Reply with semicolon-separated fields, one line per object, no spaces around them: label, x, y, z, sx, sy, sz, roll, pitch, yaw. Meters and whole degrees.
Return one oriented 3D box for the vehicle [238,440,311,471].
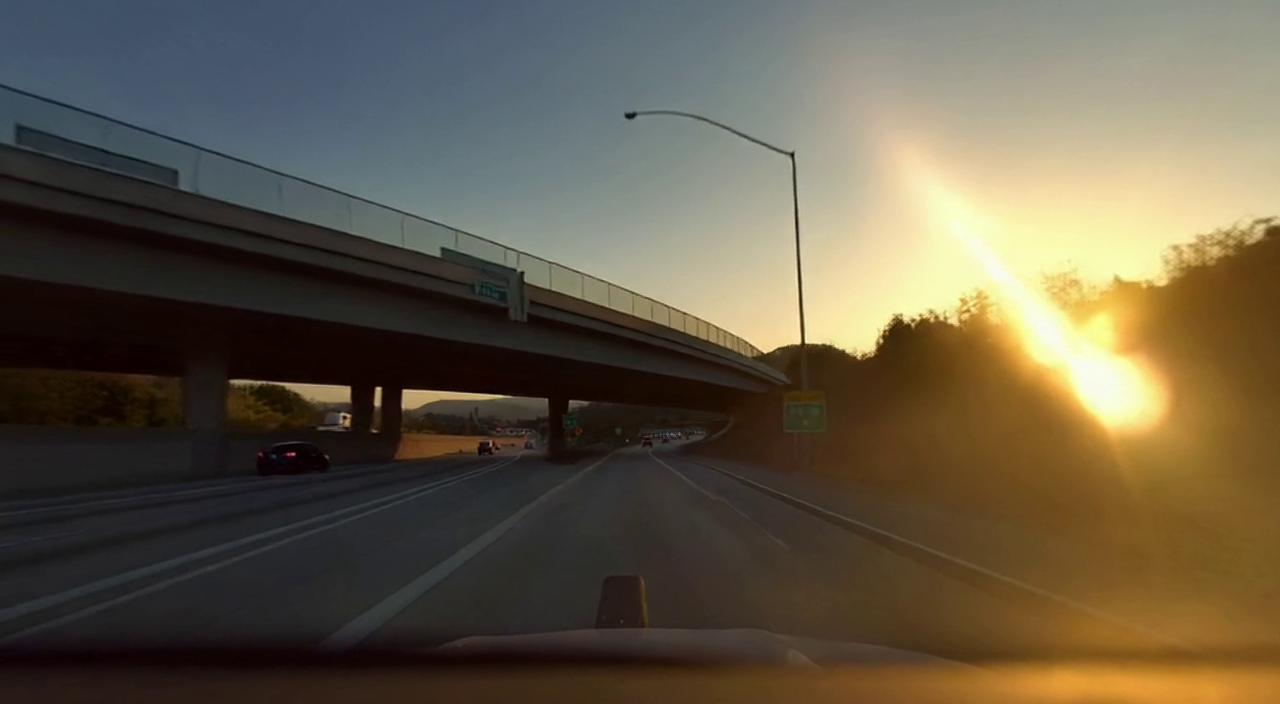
vehicle;-21.532;6.122;37.321;2.093;1.735;4.285;1;-9;-6
